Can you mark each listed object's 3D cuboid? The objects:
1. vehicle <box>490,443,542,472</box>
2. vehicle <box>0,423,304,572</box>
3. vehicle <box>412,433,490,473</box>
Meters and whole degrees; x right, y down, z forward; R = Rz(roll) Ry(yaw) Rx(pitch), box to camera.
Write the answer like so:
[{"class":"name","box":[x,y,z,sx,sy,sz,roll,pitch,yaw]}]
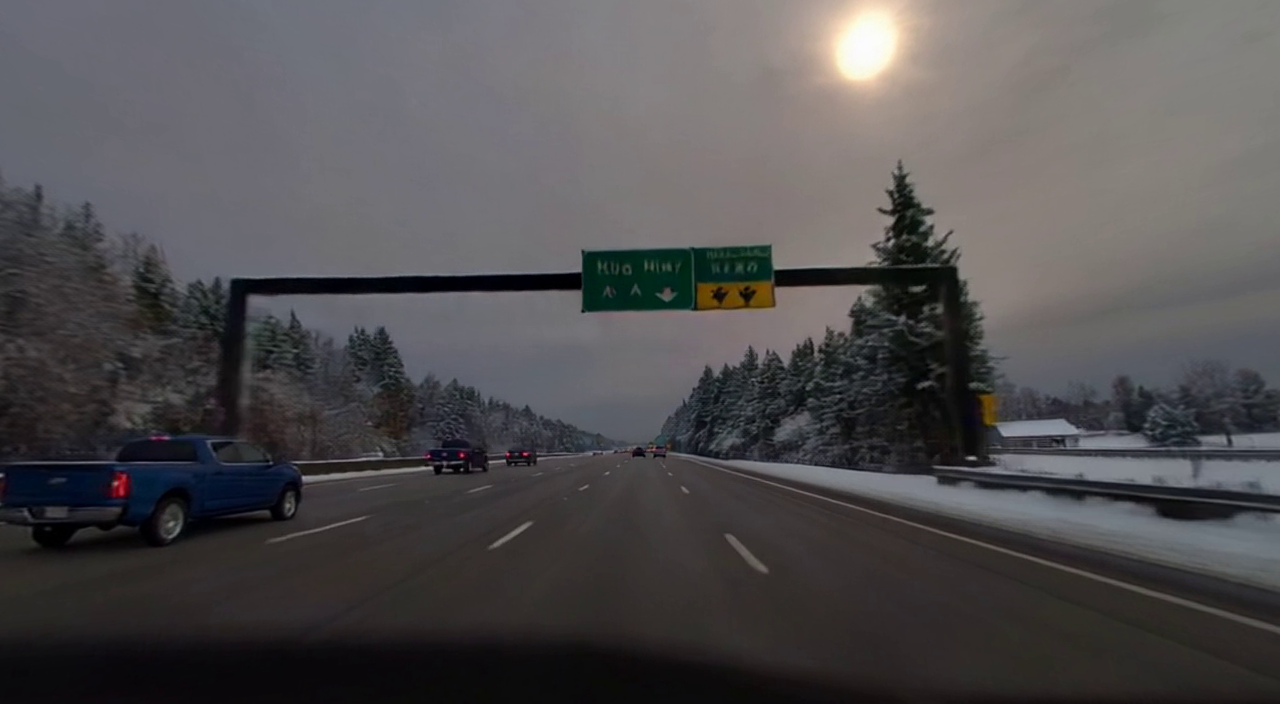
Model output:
[{"class":"vehicle","box":[-6.691,5.732,34.469,1.919,1.499,4.234,0,-8,1]},{"class":"vehicle","box":[-7.192,1.903,9.148,1.965,1.567,4.686,0,-8,1]},{"class":"vehicle","box":[-10.329,5.570,35.007,2.347,1.984,5.778,0,-8,2]}]
